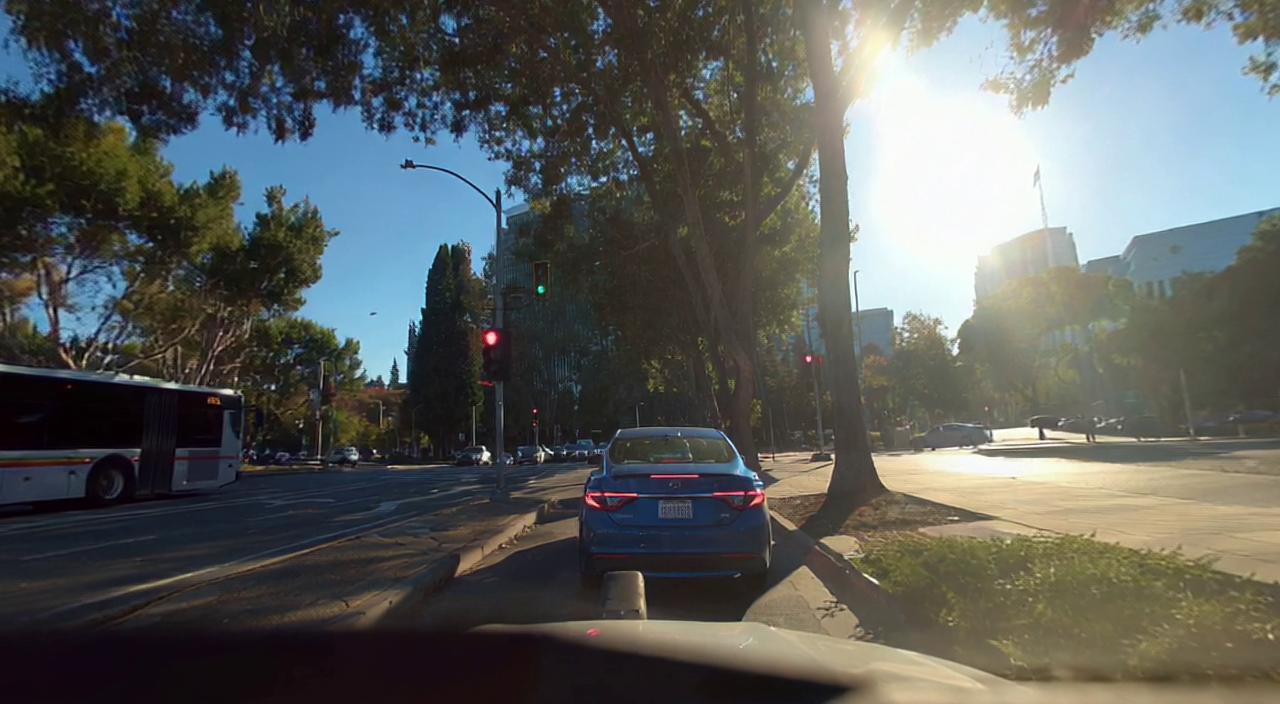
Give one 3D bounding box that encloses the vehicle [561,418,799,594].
[{"bbox_3d":[0.381,1.611,7.406,2.035,1.499,3.799,0,-8,1],"label":"vehicle"}]
